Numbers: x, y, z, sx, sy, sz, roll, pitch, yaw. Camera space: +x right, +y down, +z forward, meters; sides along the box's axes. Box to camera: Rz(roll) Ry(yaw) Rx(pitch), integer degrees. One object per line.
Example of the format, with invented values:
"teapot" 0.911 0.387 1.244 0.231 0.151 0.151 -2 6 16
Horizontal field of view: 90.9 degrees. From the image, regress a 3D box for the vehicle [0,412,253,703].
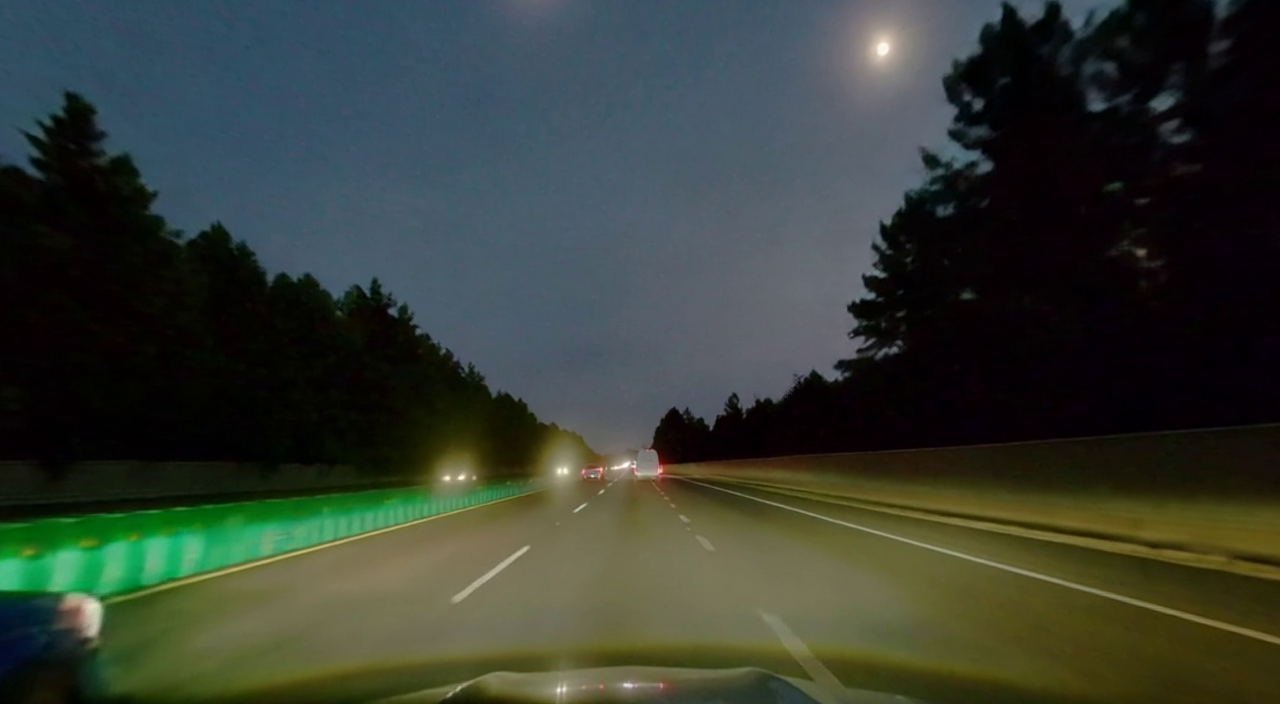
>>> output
"vehicle" -3.416 0.829 1.603 2.038 1.490 4.391 1 -11 0
